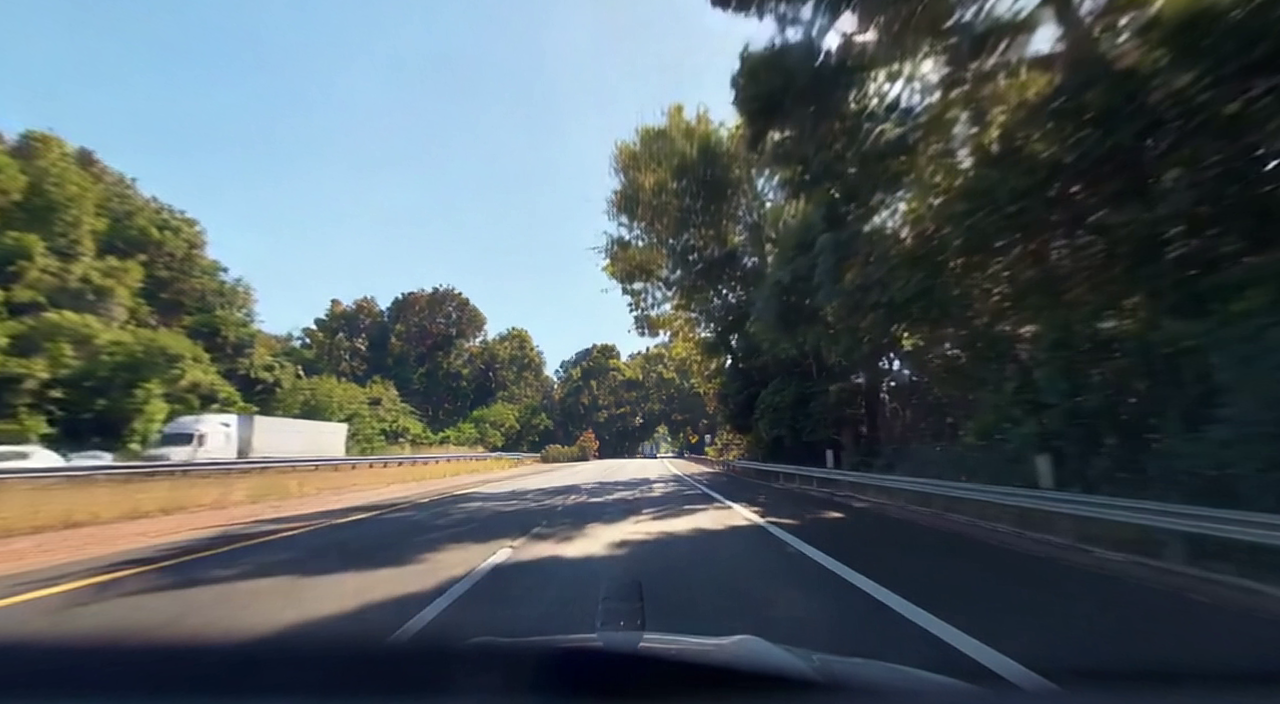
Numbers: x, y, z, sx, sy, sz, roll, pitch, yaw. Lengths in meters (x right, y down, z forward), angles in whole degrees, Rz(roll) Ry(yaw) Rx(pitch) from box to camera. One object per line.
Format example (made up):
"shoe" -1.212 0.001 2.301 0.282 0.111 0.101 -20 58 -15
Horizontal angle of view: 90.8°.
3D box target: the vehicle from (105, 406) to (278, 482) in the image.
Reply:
"vehicle" -24.859 5.278 35.859 3.029 3.763 8.962 0 -9 1
